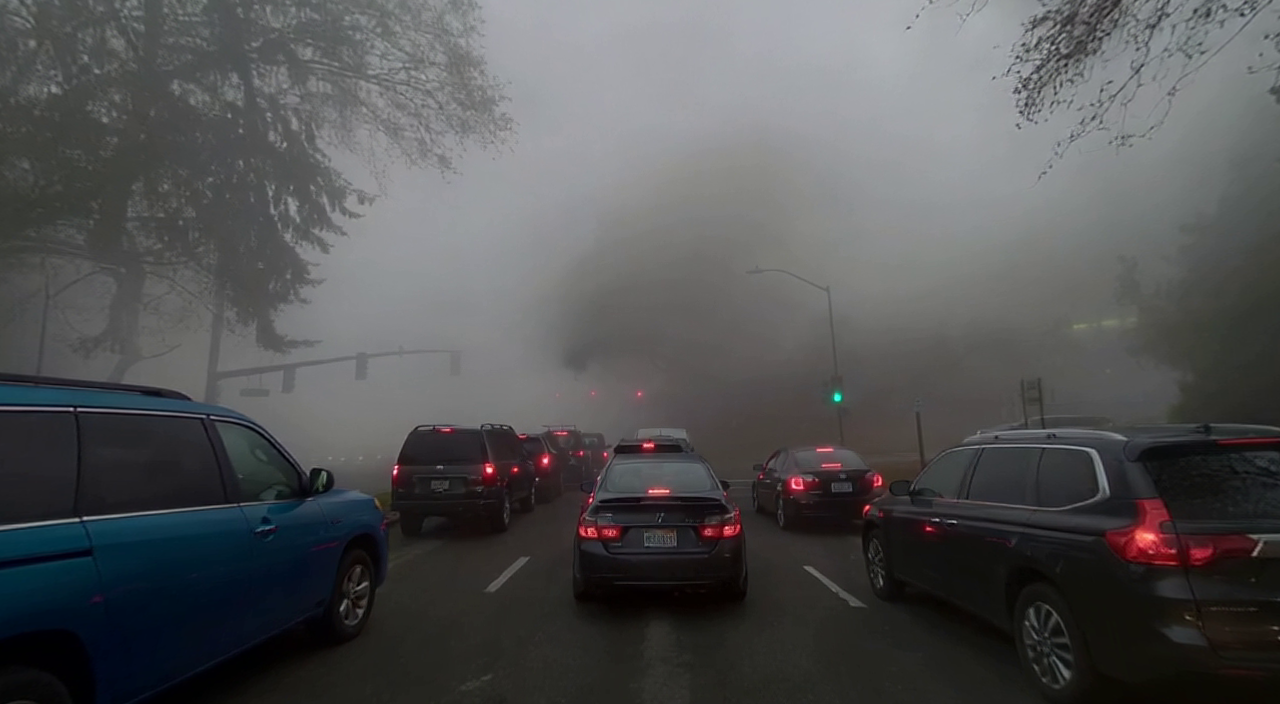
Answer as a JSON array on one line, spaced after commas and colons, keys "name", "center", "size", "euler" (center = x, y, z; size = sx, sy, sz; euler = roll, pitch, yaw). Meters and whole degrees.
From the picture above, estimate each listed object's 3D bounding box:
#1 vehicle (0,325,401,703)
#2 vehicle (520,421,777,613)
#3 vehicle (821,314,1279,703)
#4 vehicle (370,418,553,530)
[{"name": "vehicle", "center": [-3.120, 0.956, 3.303], "size": [1.982, 1.721, 4.261], "euler": [0, -8, 1]}, {"name": "vehicle", "center": [0.033, 1.592, 7.009], "size": [2.021, 1.490, 3.948], "euler": [0, -8, -1]}, {"name": "vehicle", "center": [3.217, 1.106, 4.729], "size": [2.141, 1.833, 4.704], "euler": [0, -8, -2]}, {"name": "vehicle", "center": [-3.183, 2.300, 12.445], "size": [2.117, 1.772, 4.619], "euler": [0, -8, 2]}]
